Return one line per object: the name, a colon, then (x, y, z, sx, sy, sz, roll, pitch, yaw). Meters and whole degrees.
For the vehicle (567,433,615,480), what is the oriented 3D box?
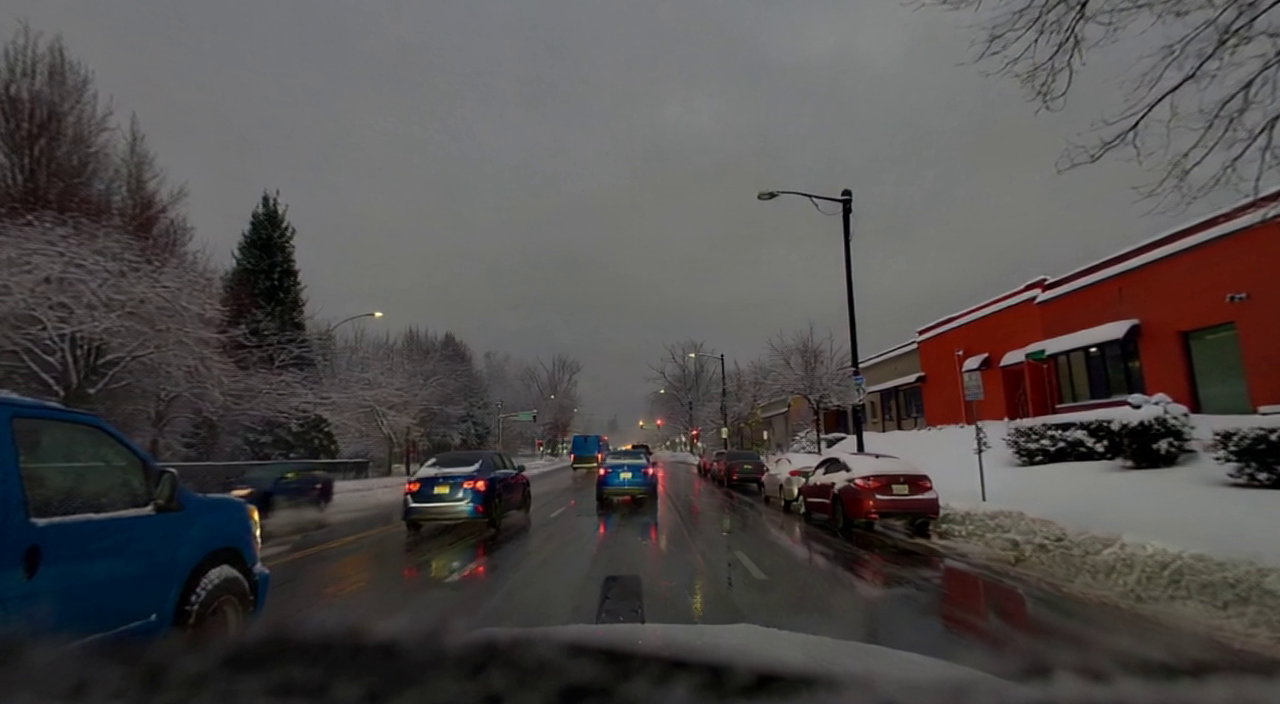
vehicle: (-3.285, 7.210, 43.790, 2.609, 2.932, 6.810, 0, -9, 1)

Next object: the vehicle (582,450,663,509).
vehicle: (-0.428, 3.737, 18.930, 2.152, 1.518, 4.113, 0, -9, 1)

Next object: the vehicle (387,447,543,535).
vehicle: (-3.505, 2.843, 13.595, 1.995, 1.554, 4.426, 0, -9, 1)

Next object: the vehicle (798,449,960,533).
vehicle: (4.898, 2.859, 13.592, 1.832, 1.491, 4.054, 1, -9, -1)

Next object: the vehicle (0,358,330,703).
vehicle: (-3.731, 0.957, 2.905, 2.140, 1.768, 4.685, 0, -9, 1)
